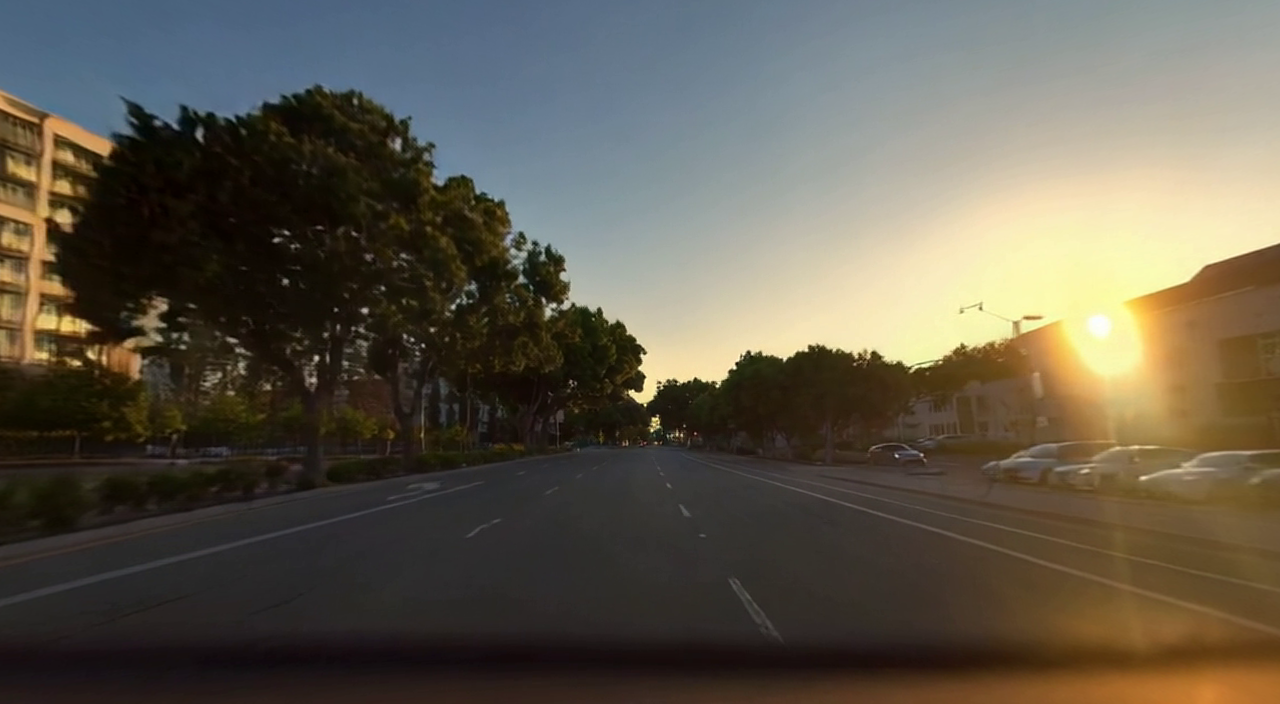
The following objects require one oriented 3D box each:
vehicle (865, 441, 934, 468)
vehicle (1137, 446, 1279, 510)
[{"bbox_3d":[15.266,6.041,37.330,1.931,1.475,4.671,0,-9,-3],"label":"vehicle"},{"bbox_3d":[14.997,3.026,15.443,3.938,1.427,1.989,0,-9,-3],"label":"vehicle"}]
